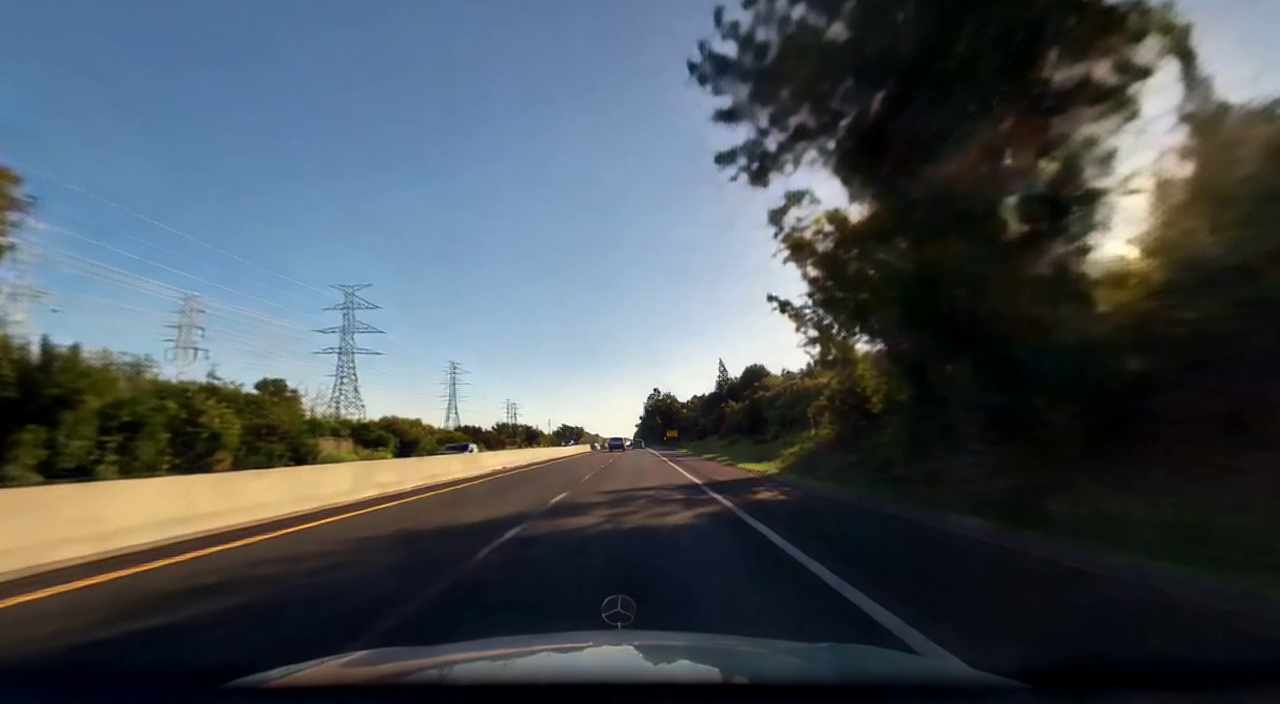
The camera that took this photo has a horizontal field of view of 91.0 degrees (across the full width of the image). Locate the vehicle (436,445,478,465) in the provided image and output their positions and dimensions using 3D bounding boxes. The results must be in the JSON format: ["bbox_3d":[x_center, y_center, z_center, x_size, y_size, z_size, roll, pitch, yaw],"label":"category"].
[{"bbox_3d":[-14.294,8.042,49.357,1.953,1.477,4.501,0,-8,0],"label":"vehicle"}]
